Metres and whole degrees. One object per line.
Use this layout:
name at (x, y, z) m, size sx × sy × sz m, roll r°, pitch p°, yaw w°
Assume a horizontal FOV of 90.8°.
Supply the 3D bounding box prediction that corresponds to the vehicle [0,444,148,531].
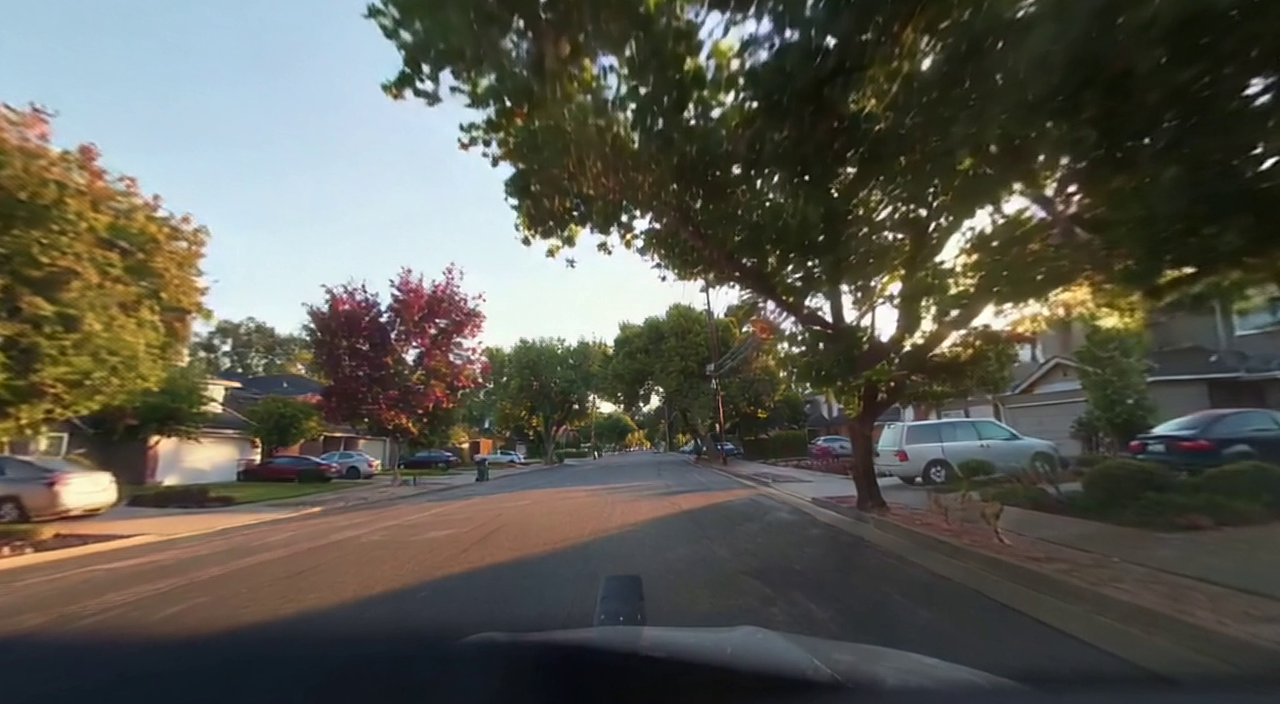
vehicle at (-13.780, 2.874, 13.784) m, size 4.495 × 1.706 × 1.972 m, roll -1°, pitch -9°, yaw 5°

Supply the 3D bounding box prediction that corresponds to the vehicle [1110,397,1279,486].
vehicle at (13.500, 2.019, 14.172) m, size 4.209 × 1.834 × 2.019 m, roll 0°, pitch -9°, yaw 1°

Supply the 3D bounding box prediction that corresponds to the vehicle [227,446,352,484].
vehicle at (-16.130, 5.223, 29.280) m, size 4.482 × 1.648 × 2.169 m, roll 0°, pitch -9°, yaw 0°

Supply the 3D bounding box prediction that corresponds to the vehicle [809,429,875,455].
vehicle at (15.229, 6.829, 47.822) m, size 4.373 × 1.759 × 2.093 m, roll 0°, pitch -9°, yaw 7°

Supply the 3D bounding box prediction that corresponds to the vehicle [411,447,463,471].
vehicle at (-14.551, 7.669, 45.641) m, size 1.978 × 1.586 × 5.192 m, roll 0°, pitch -9°, yaw 0°

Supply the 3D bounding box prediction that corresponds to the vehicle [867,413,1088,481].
vehicle at (9.748, 2.785, 18.610) m, size 5.273 × 1.868 × 2.070 m, roll 0°, pitch -9°, yaw 0°

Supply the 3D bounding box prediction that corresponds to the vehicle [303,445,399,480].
vehicle at (-14.967, 5.675, 32.767) m, size 4.232 × 1.693 × 1.949 m, roll -3°, pitch -9°, yaw 17°
